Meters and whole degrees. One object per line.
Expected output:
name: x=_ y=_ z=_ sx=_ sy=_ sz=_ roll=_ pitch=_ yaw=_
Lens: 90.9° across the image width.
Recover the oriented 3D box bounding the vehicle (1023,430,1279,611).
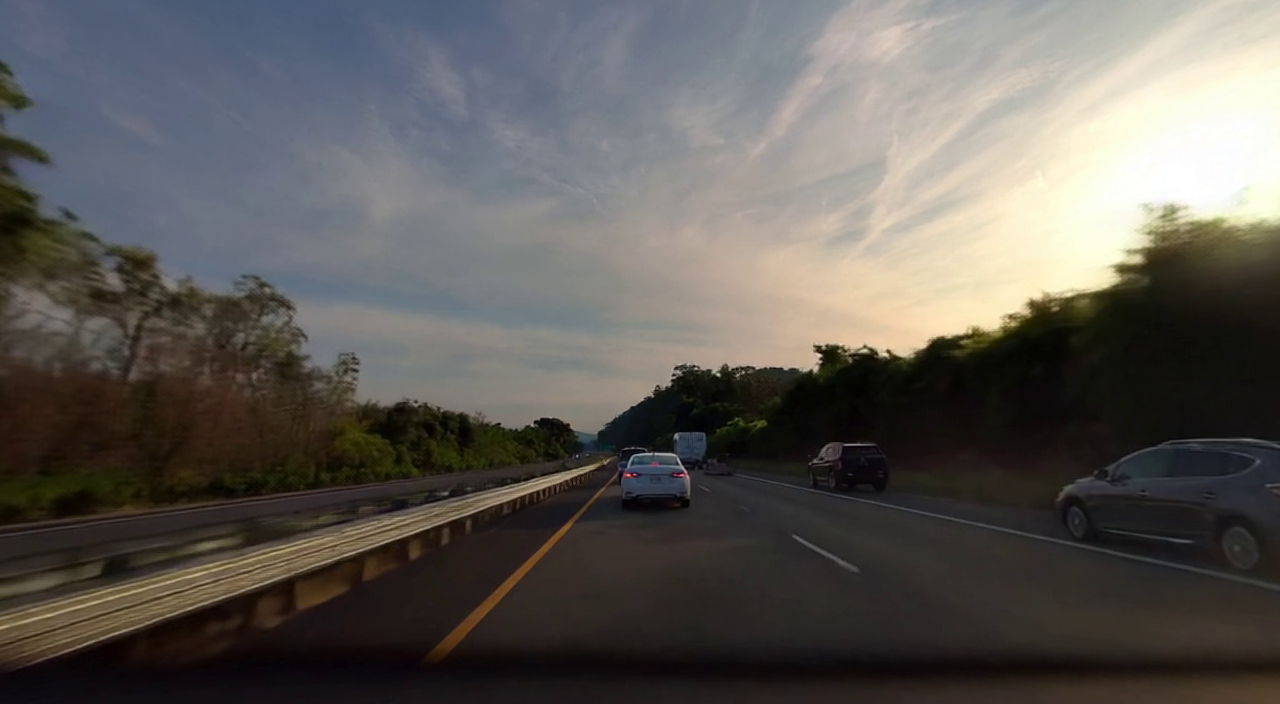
vehicle: x=6.270 y=1.598 z=6.530 sx=1.965 sy=1.484 sz=4.090 roll=0 pitch=-9 yaw=0

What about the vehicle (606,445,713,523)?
vehicle: x=0.369 y=2.871 z=14.183 sx=2.076 sy=1.485 sz=3.774 roll=0 pitch=-9 yaw=0

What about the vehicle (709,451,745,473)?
vehicle: x=6.138 y=7.782 z=44.716 sx=1.921 sy=1.451 sz=3.841 roll=0 pitch=-9 yaw=-1

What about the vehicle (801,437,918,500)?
vehicle: x=6.549 y=3.531 z=19.414 sx=1.980 sy=1.702 sz=4.235 roll=0 pitch=-9 yaw=-1
